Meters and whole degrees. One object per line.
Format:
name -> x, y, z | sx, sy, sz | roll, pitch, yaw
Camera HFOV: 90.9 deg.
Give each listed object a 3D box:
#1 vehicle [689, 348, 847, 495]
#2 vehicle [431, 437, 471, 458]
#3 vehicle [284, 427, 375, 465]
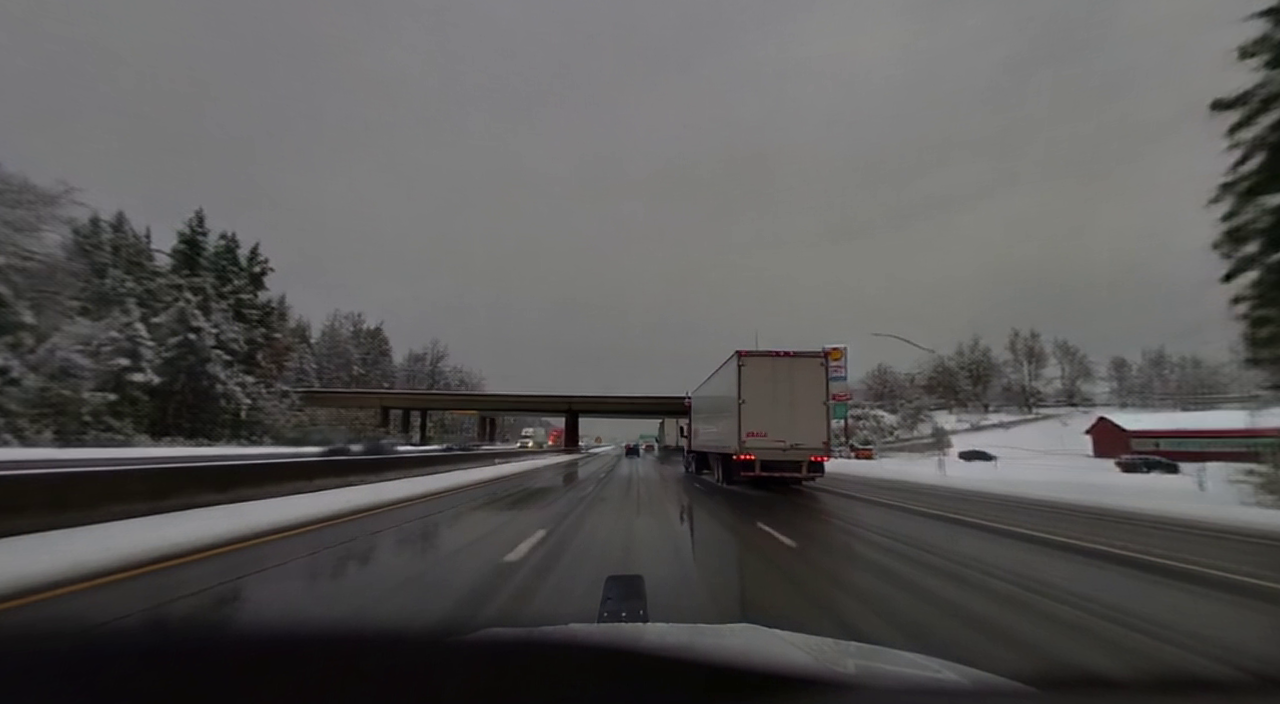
vehicle -> 3.983, 2.906, 24.106 | 2.922, 3.987, 14.038 | 0, -9, -1
vehicle -> -13.078, 6.649, 43.815 | 1.719, 1.433, 3.631 | 0, -9, -1
vehicle -> -12.759, 3.895, 26.163 | 1.804, 1.444, 3.850 | 0, -9, -1
